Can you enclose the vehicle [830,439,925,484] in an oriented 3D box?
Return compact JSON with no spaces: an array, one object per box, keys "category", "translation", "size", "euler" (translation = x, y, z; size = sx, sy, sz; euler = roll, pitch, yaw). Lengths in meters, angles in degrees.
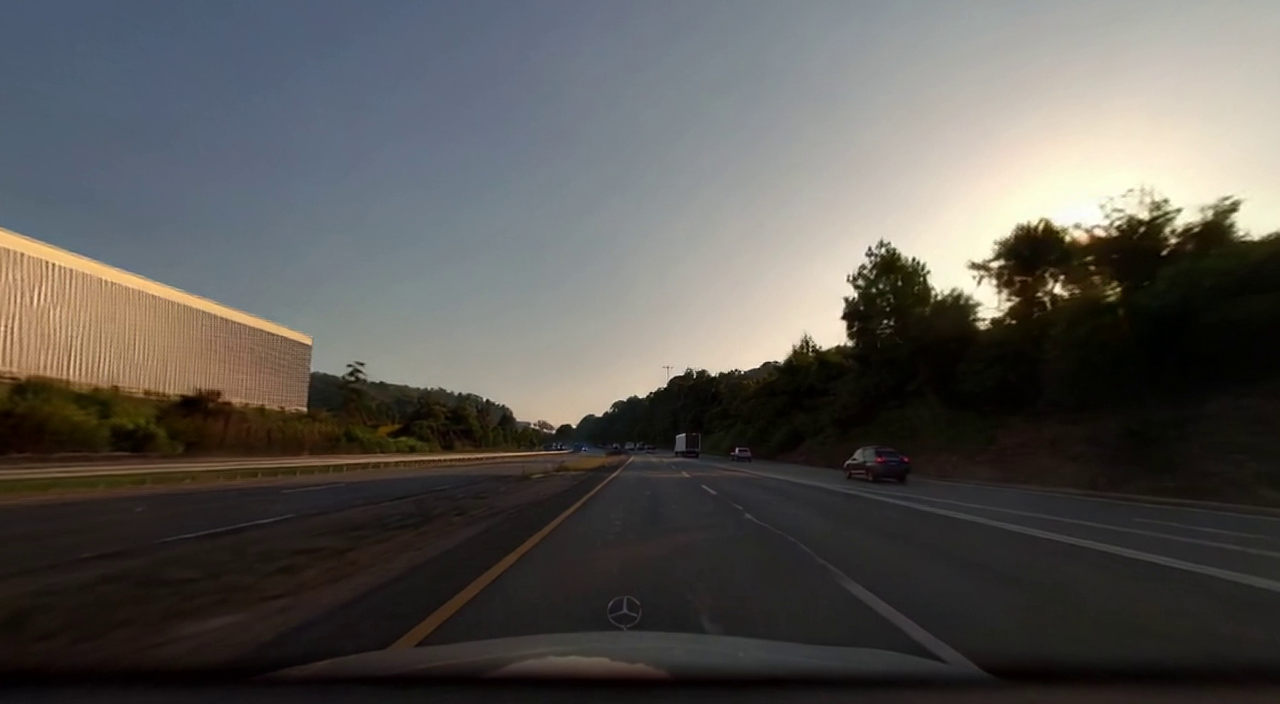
[{"category":"vehicle","translation":[10.171,4.727,27.485],"size":[2.129,1.735,4.880],"euler":[0,-9,-1]}]
